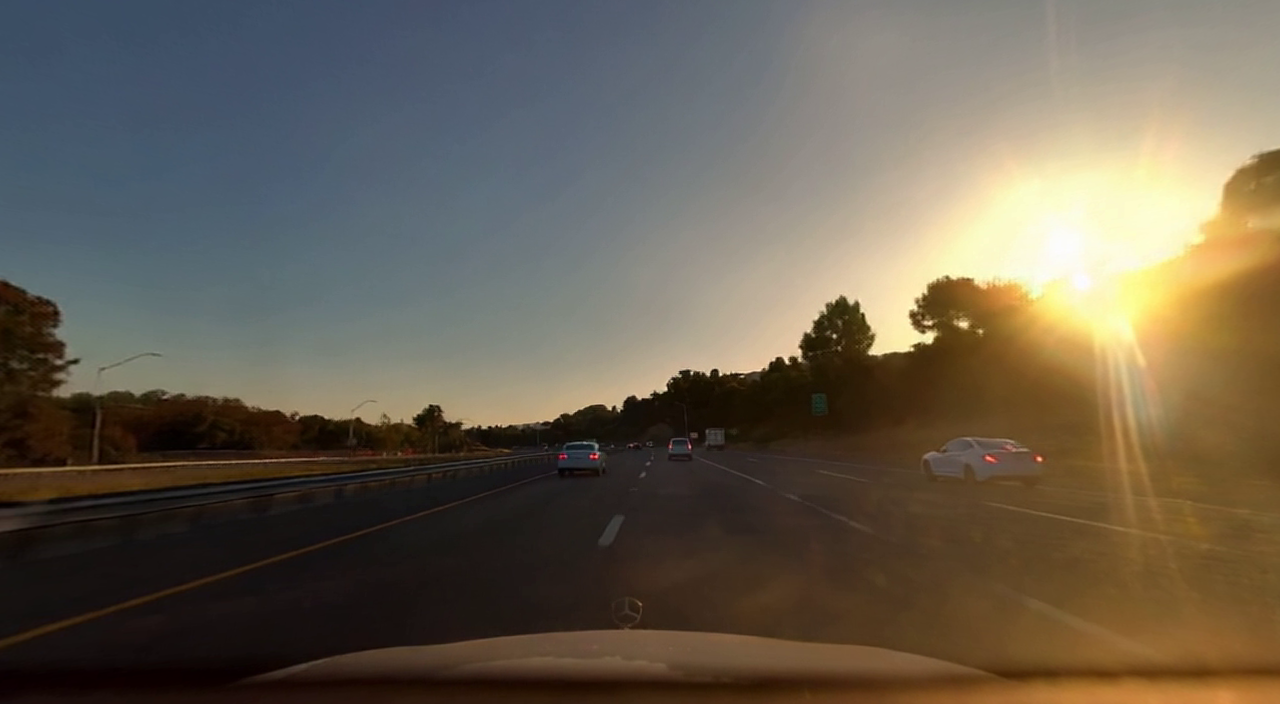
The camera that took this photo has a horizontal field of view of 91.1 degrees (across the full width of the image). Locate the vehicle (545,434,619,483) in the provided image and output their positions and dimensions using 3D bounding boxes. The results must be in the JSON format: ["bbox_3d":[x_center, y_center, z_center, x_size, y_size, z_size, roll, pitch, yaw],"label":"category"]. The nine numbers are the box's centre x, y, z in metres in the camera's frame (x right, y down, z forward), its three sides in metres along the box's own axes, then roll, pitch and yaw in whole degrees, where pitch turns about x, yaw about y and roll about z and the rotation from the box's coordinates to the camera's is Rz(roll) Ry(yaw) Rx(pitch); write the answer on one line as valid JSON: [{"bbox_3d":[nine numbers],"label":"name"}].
[{"bbox_3d":[-1.936,3.734,22.333,2.050,1.546,4.344,0,-8,2],"label":"vehicle"}]

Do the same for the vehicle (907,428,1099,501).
[{"bbox_3d":[8.662,2.721,15.662,1.870,1.493,5.015,0,-8,1],"label":"vehicle"}]

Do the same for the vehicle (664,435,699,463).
[{"bbox_3d":[2.618,6.220,40.519,2.063,1.698,4.355,0,-8,2],"label":"vehicle"}]
